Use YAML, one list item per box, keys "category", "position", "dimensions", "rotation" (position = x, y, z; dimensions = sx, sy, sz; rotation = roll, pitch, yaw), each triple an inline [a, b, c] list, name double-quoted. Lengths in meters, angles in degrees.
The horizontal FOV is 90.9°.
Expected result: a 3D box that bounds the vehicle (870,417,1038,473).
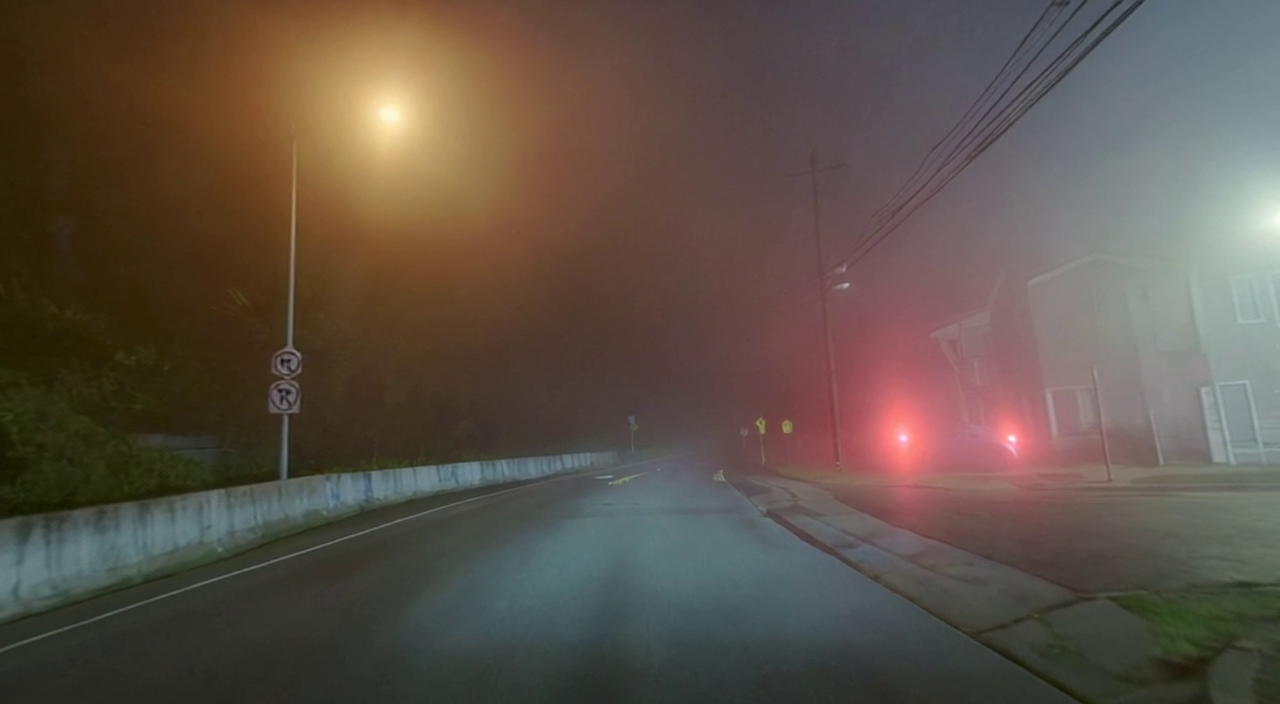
- category: "vehicle"
  position: [10.420, 3.110, 21.247]
  dimensions: [4.614, 1.764, 1.860]
  rotation: [-1, -8, 5]
